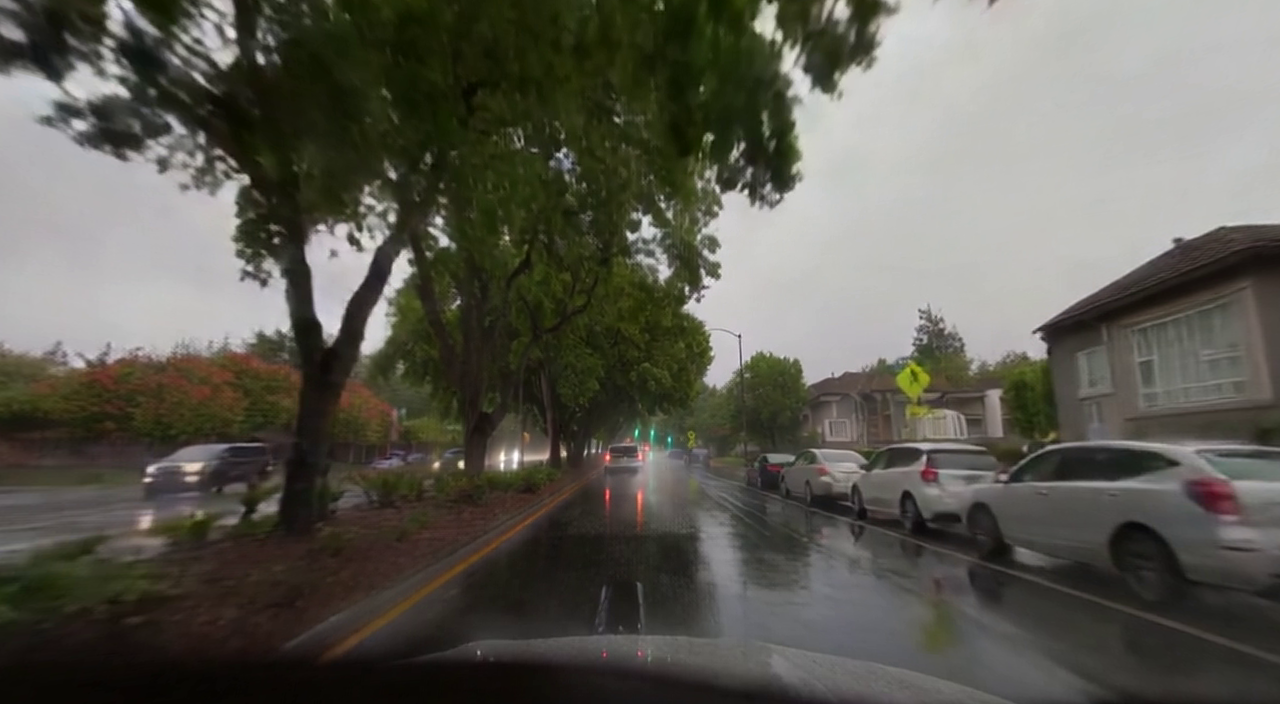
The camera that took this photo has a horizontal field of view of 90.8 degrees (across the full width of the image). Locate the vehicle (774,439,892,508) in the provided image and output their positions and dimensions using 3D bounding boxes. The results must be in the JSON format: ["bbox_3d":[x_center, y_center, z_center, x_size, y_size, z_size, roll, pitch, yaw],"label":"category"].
[{"bbox_3d":[5.528,3.525,18.892,1.943,1.778,4.778,0,-9,-1],"label":"vehicle"}]

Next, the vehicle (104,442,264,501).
[{"bbox_3d":[-15.802,4.125,22.315,2.038,1.813,4.764,0,-9,0],"label":"vehicle"}]

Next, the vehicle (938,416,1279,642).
[{"bbox_3d":[5.574,1.719,7.254,1.996,1.738,4.496,0,-9,-1],"label":"vehicle"}]

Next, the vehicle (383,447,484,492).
[{"bbox_3d":[-7.473,4.275,23.482,2.105,1.474,4.808,0,-8,1],"label":"vehicle"}]

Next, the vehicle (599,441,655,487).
[{"bbox_3d":[-0.496,4.446,25.446,2.070,1.698,3.925,0,-8,0],"label":"vehicle"}]
